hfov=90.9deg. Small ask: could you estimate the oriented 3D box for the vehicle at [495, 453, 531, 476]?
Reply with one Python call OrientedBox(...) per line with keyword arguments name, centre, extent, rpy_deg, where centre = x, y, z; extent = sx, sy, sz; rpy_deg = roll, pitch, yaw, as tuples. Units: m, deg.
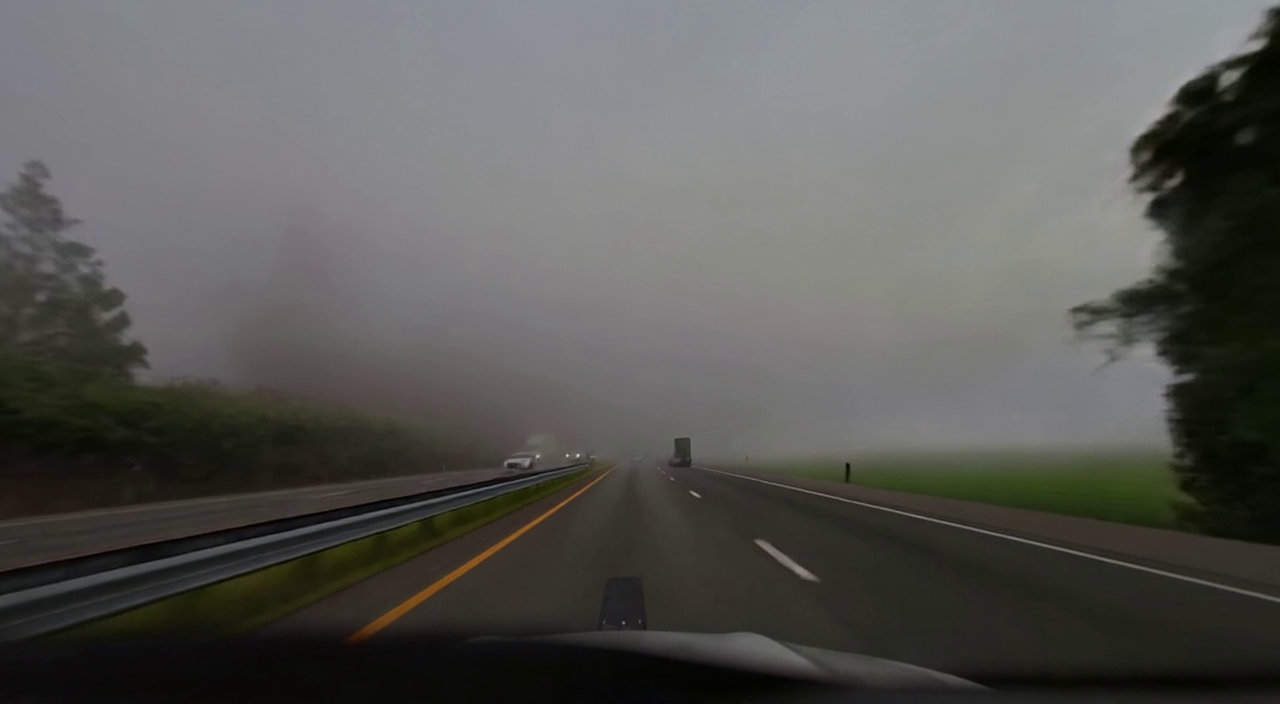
OrientedBox(name="vehicle", centre=(-8.959, 7.942, 44.687), extent=(1.848, 1.478, 3.697), rpy_deg=(0, -9, 0))
